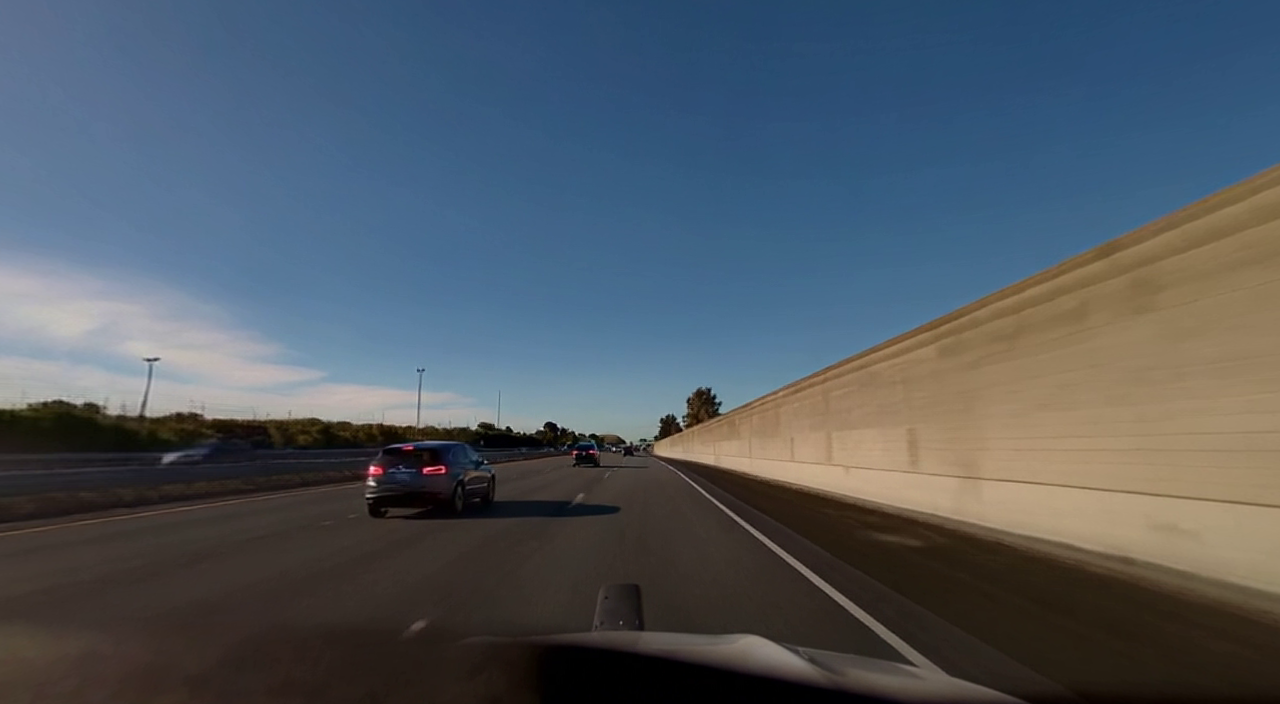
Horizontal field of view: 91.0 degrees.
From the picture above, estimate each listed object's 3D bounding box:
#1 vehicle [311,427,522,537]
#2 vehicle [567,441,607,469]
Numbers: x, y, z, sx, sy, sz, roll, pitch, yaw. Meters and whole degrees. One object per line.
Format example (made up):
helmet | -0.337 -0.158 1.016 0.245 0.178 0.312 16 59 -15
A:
vehicle | -3.638 2.204 11.272 2.195 1.573 4.176 0 -9 1
vehicle | -3.348 6.616 40.577 2.133 1.683 4.340 0 -9 1
